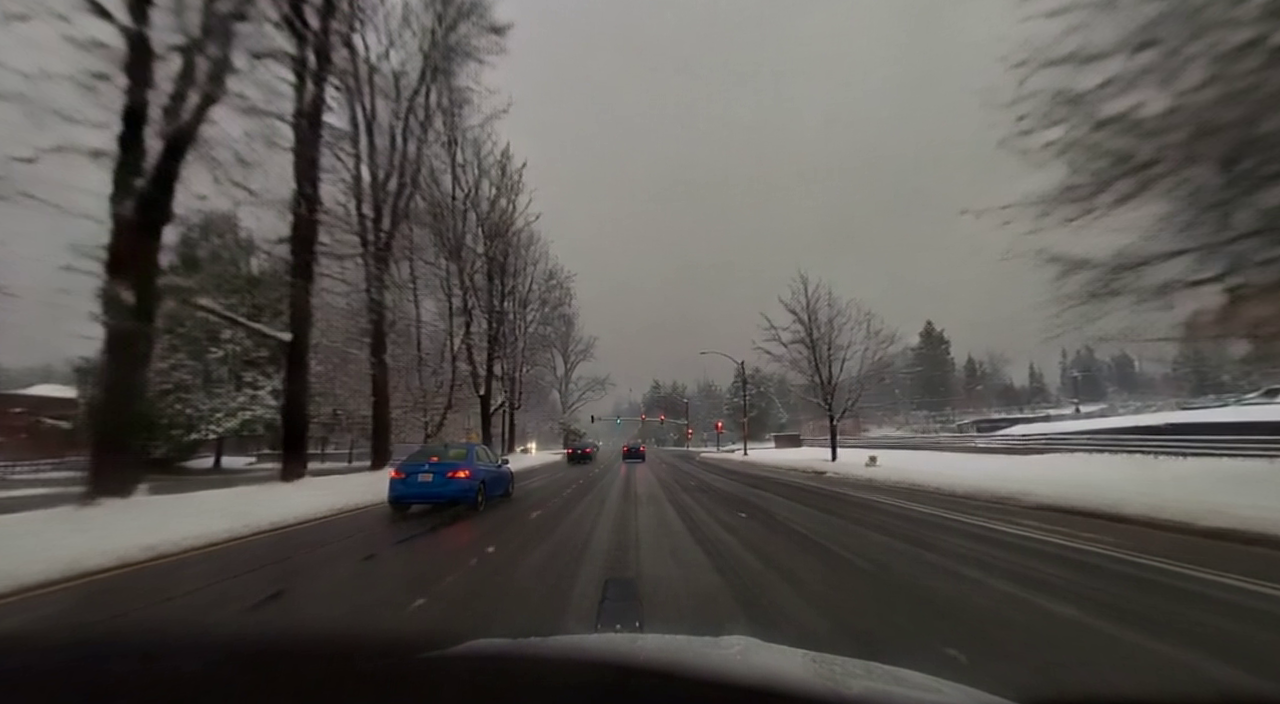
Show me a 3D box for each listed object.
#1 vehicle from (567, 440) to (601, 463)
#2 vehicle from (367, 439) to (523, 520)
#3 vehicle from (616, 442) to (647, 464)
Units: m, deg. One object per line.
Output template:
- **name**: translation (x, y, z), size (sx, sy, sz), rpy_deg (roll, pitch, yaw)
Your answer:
- **vehicle**: translation (-4.094, 7.322, 46.799), size (2.103, 1.592, 4.160), rpy_deg (0, -8, 0)
- **vehicle**: translation (-3.855, 2.573, 13.397), size (1.905, 1.418, 4.396), rpy_deg (0, -8, 0)
- **vehicle**: translation (-0.572, 6.767, 42.498), size (1.991, 1.431, 4.199), rpy_deg (0, -8, -1)
